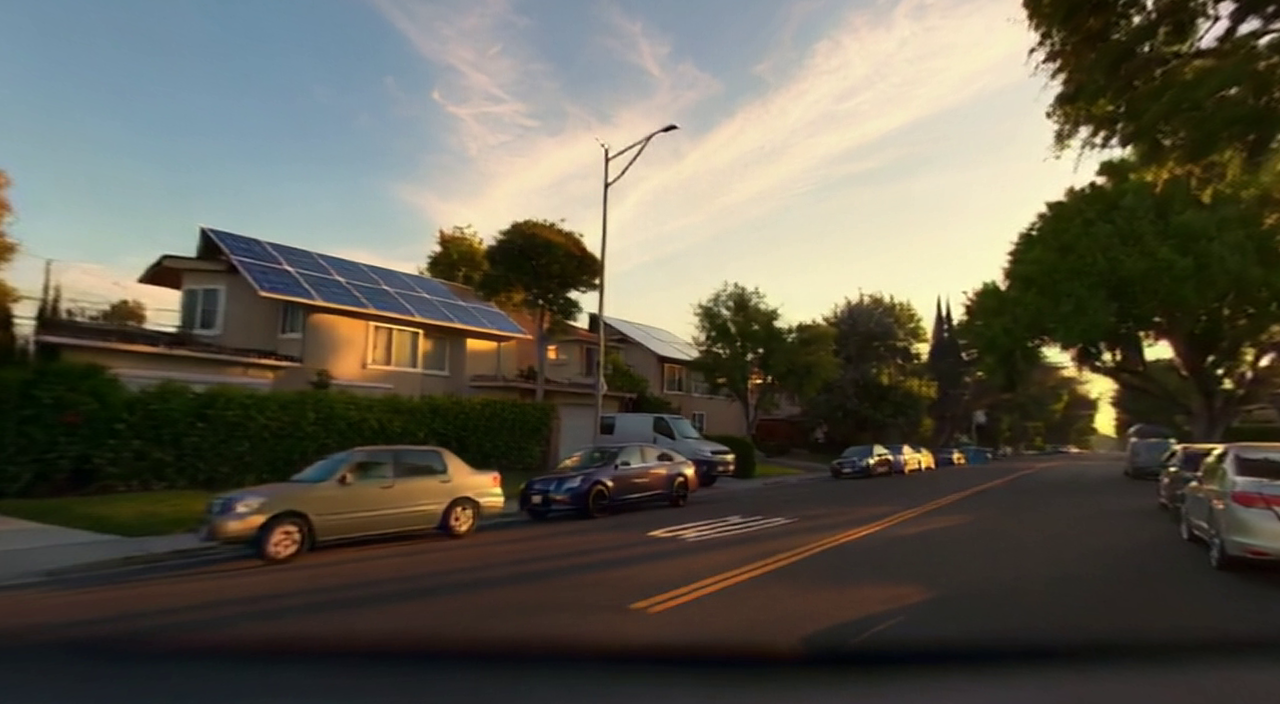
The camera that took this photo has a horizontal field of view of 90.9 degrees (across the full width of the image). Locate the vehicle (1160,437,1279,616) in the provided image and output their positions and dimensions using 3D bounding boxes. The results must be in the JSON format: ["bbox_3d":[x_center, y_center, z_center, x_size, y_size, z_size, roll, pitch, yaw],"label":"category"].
[{"bbox_3d":[7.168,1.684,6.906,1.969,1.478,4.632,-6,-9,37],"label":"vehicle"}]

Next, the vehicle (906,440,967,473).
[{"bbox_3d":[15.786,5.582,33.376,1.818,1.563,4.483,-8,-14,37],"label":"vehicle"}]

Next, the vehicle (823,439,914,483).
[{"bbox_3d":[9.017,4.221,24.599,1.901,1.472,4.676,-11,-13,35],"label":"vehicle"}]

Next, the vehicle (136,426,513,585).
[{"bbox_3d":[-3.729,1.802,8.092,1.805,1.488,3.838,-7,-12,37],"label":"vehicle"}]

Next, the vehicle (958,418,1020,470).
[{"bbox_3d":[27.184,7.042,48.789,2.896,3.648,8.004,-6,-9,36],"label":"vehicle"}]

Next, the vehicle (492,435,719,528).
[{"bbox_3d":[-0.467,2.394,12.334,1.848,1.406,4.601,-9,-11,37],"label":"vehicle"}]
